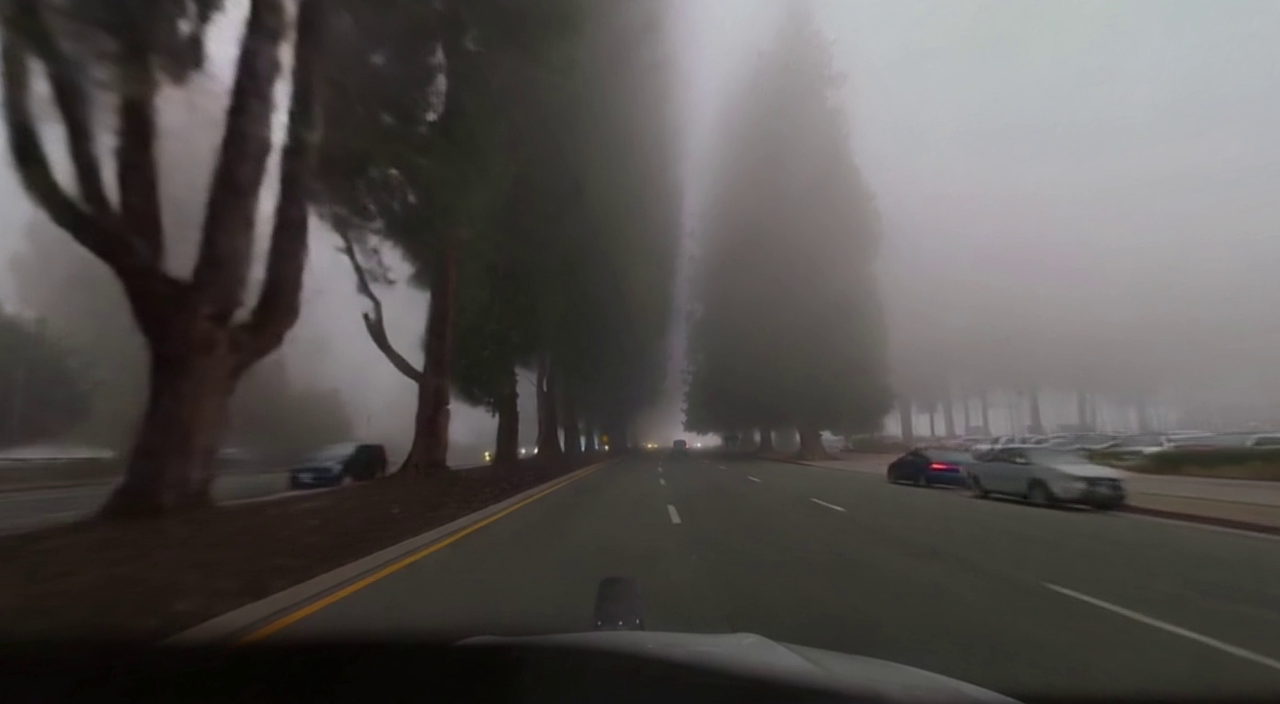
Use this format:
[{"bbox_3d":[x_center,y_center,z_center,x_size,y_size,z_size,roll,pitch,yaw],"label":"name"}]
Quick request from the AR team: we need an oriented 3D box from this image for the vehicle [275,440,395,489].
[{"bbox_3d":[-10.371,3.833,21.955,1.864,1.497,4.604,0,-9,0],"label":"vehicle"}]

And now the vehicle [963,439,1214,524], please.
[{"bbox_3d":[9.005,2.624,13.381,2.022,1.449,4.706,-1,-9,3],"label":"vehicle"}]

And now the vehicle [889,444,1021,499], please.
[{"bbox_3d":[9.322,3.549,19.183,1.920,1.456,4.402,-1,-9,3],"label":"vehicle"}]
